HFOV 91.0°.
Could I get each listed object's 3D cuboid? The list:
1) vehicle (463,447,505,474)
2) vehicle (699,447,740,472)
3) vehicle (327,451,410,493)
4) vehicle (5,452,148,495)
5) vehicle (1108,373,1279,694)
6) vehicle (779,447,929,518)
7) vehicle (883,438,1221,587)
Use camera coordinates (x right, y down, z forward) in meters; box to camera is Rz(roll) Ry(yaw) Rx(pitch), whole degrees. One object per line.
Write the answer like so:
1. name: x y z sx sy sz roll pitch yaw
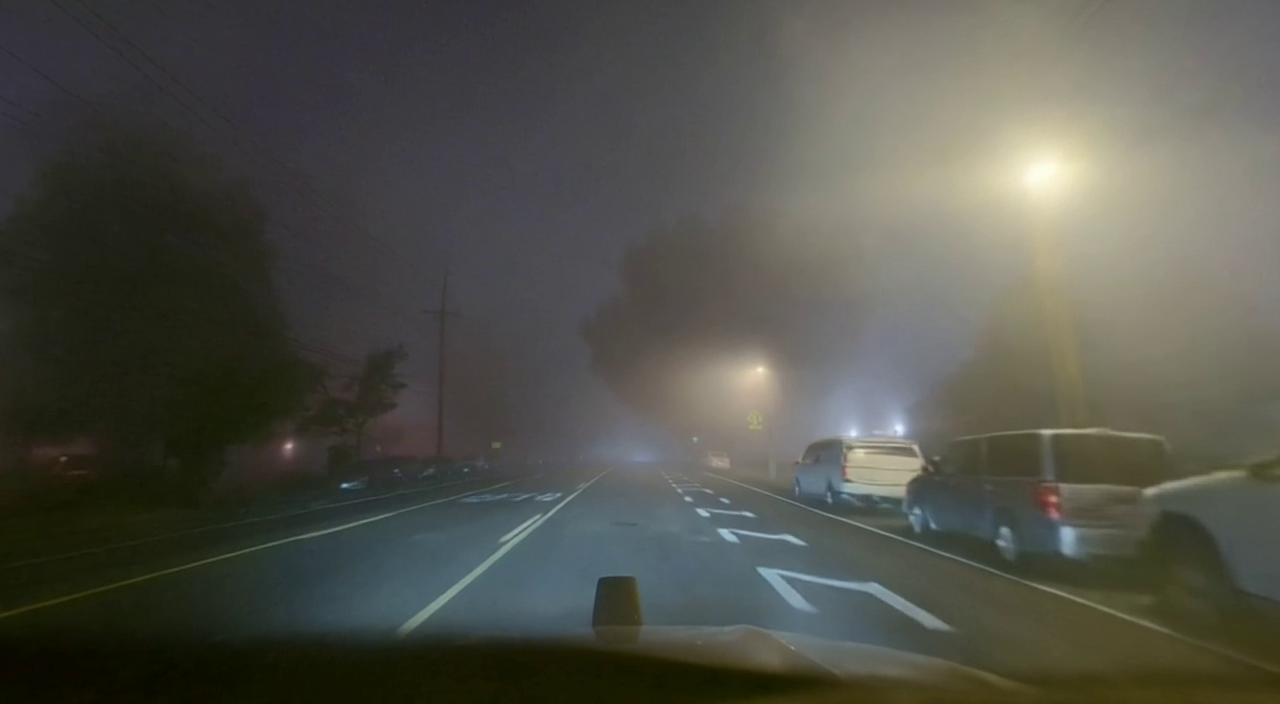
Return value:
1. vehicle: -12.235 8.489 49.605 2.116 1.875 4.675 -3 -9 0
2. vehicle: 4.938 6.740 39.673 1.924 1.471 4.259 0 -9 -2
3. vehicle: -12.400 5.473 29.093 1.999 1.650 4.381 -3 -9 -1
4. vehicle: -22.184 4.776 24.904 3.745 1.598 1.927 0 -9 -1
5. vehicle: 4.953 0.940 2.730 2.123 1.928 4.752 0 -9 0
6. vehicle: 5.026 3.093 15.563 2.022 1.464 4.462 0 -9 -2
7. vehicle: 5.232 2.040 8.888 1.879 1.561 4.224 0 -9 0
